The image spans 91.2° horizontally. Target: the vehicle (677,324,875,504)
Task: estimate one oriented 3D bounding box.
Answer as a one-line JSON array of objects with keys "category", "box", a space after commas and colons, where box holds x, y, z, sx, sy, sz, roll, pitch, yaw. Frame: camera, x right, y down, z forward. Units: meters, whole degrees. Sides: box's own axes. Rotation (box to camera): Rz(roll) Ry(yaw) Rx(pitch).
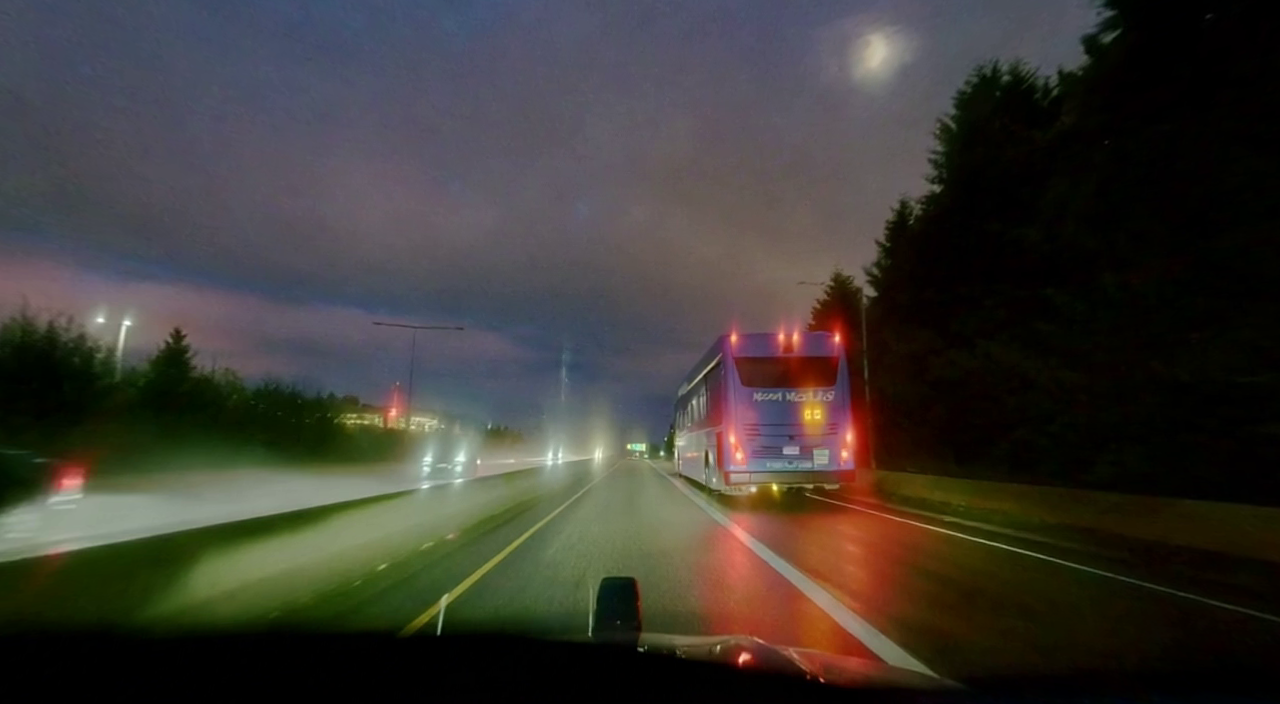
[{"category": "vehicle", "box": [3.469, 2.439, 21.342, 3.277, 4.084, 14.213, 0, -9, -1]}]
